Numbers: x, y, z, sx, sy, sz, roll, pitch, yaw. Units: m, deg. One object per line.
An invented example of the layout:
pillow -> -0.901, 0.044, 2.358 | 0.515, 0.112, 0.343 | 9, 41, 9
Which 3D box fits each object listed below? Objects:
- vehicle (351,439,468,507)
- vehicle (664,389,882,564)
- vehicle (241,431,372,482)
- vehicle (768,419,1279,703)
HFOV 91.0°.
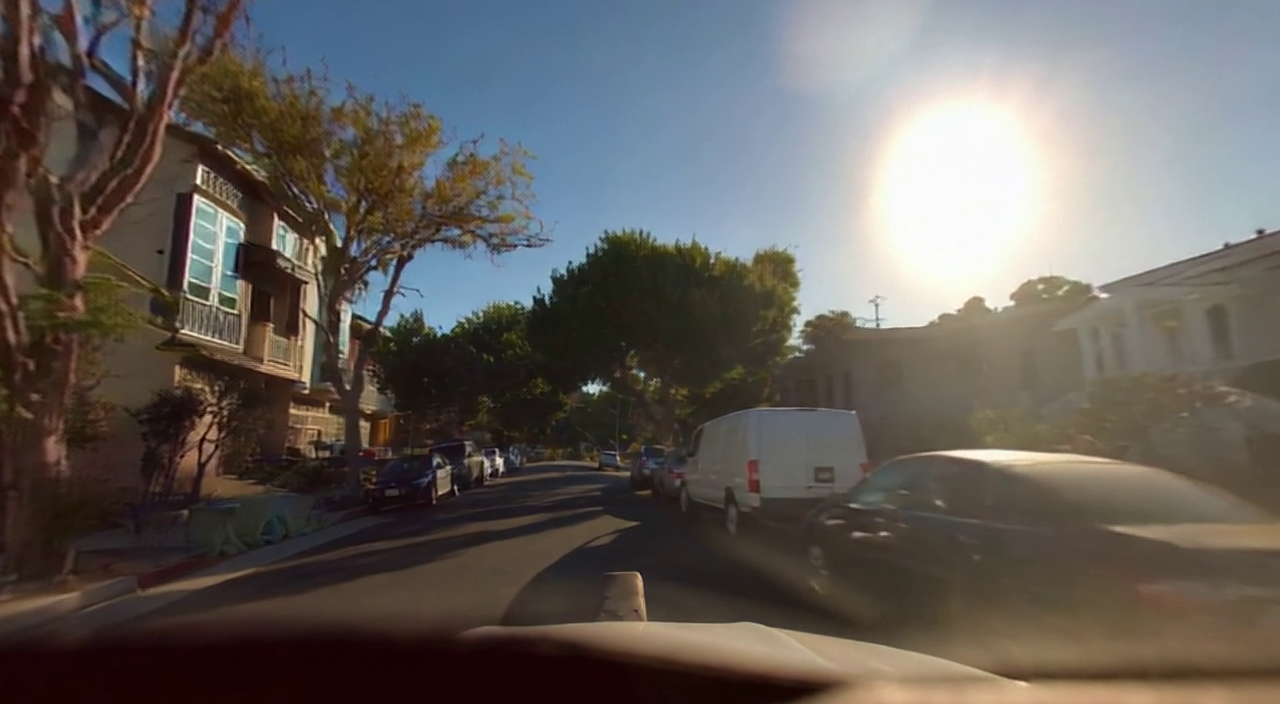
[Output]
vehicle -> -6.109, 3.204, 17.318 | 1.908, 1.493, 4.806 | 3, -8, -7
vehicle -> 1.790, 1.838, 10.438 | 1.993, 2.129, 4.893 | -1, -7, -7
vehicle -> -13.202, 4.122, 25.165 | 4.153, 1.550, 2.029 | -1, -2, -8
vehicle -> 2.440, 1.161, 3.825 | 1.828, 1.442, 4.476 | -1, -7, -8
